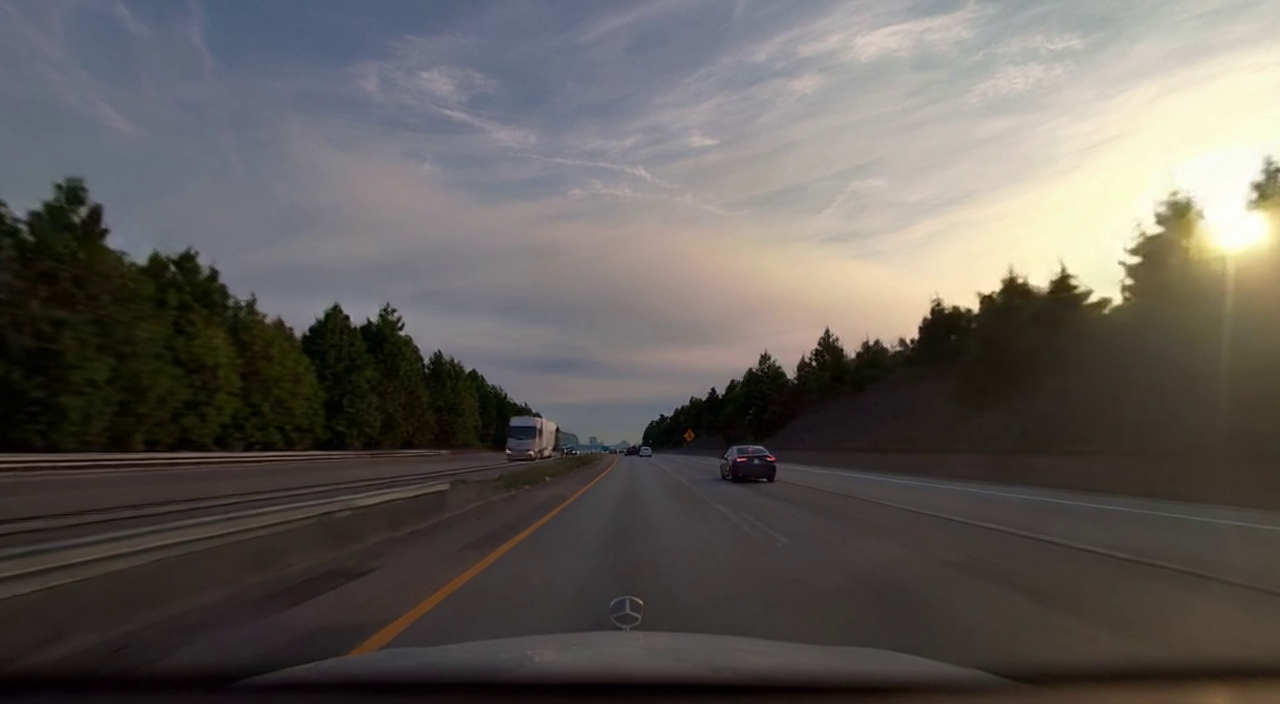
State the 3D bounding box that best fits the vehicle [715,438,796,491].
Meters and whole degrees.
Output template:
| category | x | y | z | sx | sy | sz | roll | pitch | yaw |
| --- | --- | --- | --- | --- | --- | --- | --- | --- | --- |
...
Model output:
| category | x | y | z | sx | sy | sz | roll | pitch | yaw |
| --- | --- | --- | --- | --- | --- | --- | --- | --- | --- |
| vehicle | 3.945 | 3.911 | 22.273 | 1.933 | 1.663 | 4.440 | 0 | -9 | -1 |
